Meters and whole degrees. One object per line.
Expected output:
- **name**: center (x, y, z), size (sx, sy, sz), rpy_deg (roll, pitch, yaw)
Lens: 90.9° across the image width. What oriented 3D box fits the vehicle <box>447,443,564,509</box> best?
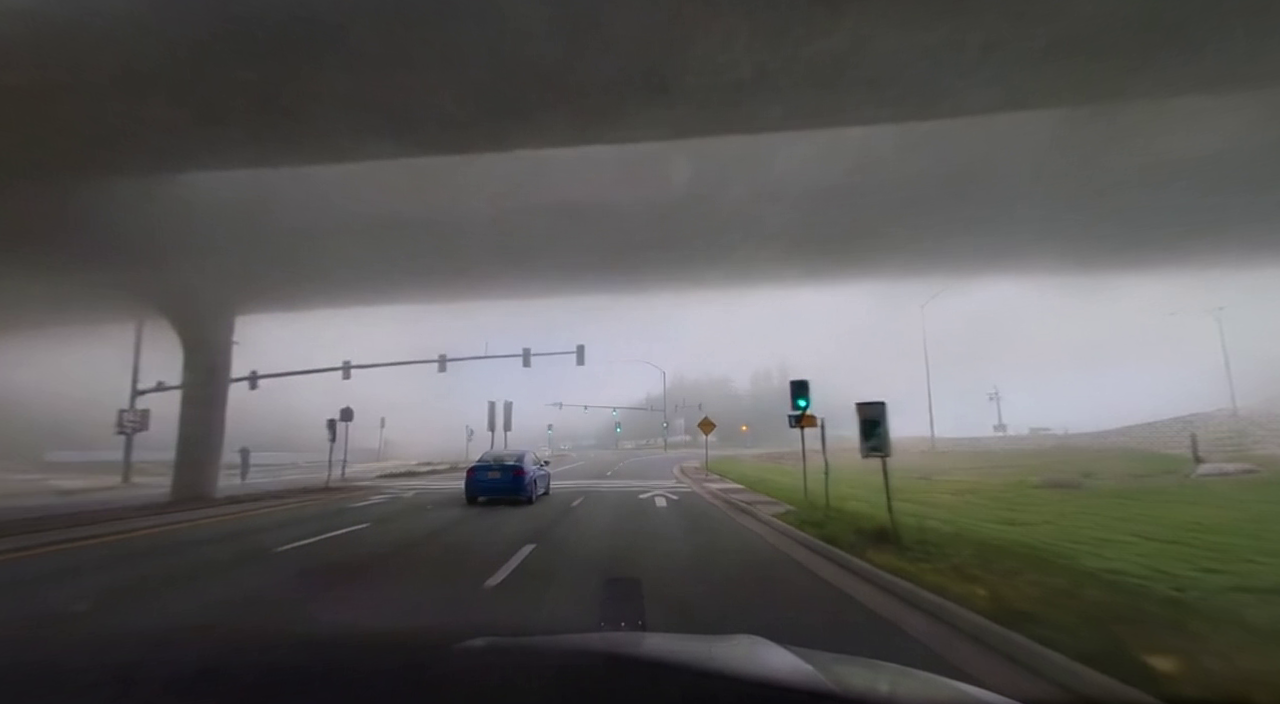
- **vehicle**: center (-3.297, 3.144, 16.512), size (1.963, 1.460, 4.614), rpy_deg (0, -9, 1)
